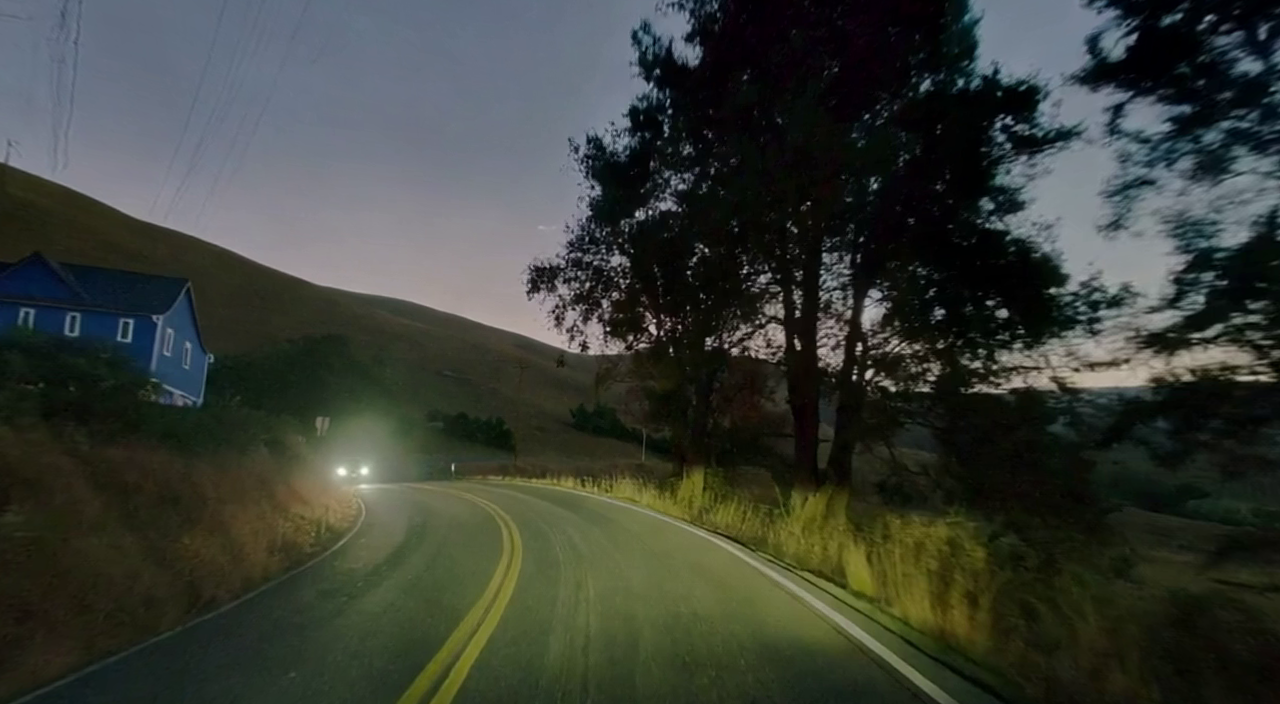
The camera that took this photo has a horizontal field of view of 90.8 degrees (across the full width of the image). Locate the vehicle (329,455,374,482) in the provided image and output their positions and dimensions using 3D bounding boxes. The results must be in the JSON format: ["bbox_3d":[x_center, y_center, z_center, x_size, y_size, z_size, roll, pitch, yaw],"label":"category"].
[{"bbox_3d":[-17.796,7.104,38.883,2.063,1.485,3.997,5,-10,-29],"label":"vehicle"}]
